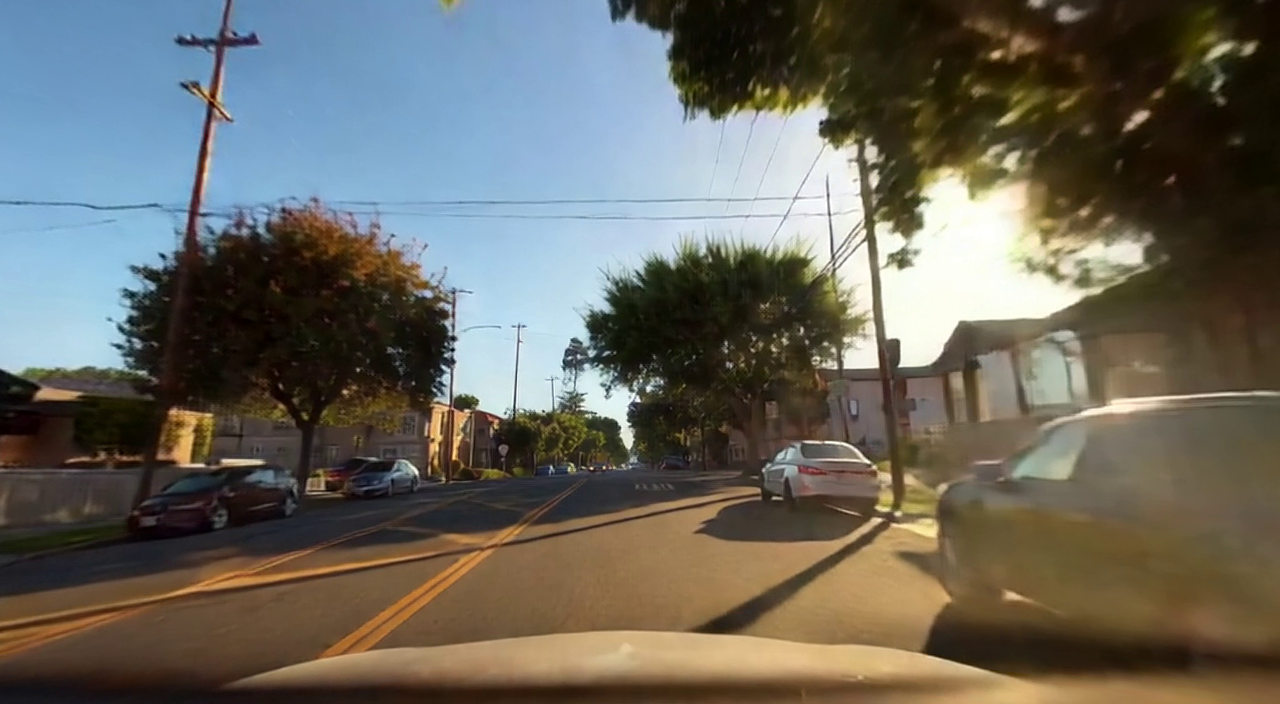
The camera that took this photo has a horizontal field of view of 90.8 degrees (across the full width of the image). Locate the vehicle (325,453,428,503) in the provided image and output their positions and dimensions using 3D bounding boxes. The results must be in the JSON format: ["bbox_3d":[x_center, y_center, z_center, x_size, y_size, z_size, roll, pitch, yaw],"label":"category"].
[{"bbox_3d":[-9.469,4.534,23.175,2.000,1.495,4.687,-2,-9,-3],"label":"vehicle"}]

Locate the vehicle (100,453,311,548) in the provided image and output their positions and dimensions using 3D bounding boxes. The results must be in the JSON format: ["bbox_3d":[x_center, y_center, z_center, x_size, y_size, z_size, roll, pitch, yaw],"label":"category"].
[{"bbox_3d":[-9.407,3.176,14.175,1.884,1.526,4.061,-5,-8,0],"label":"vehicle"}]

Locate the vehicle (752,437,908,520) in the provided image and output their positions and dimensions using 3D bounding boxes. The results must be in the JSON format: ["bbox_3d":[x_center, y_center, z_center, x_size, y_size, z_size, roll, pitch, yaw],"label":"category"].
[{"bbox_3d":[3.819,2.627,13.707,1.946,1.468,4.721,0,-9,0],"label":"vehicle"}]

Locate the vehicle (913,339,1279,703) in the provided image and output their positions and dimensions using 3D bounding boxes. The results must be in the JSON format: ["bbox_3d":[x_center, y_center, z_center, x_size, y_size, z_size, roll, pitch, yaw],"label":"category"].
[{"bbox_3d":[3.735,1.041,4.007,2.155,1.747,4.311,-1,-9,2],"label":"vehicle"}]
